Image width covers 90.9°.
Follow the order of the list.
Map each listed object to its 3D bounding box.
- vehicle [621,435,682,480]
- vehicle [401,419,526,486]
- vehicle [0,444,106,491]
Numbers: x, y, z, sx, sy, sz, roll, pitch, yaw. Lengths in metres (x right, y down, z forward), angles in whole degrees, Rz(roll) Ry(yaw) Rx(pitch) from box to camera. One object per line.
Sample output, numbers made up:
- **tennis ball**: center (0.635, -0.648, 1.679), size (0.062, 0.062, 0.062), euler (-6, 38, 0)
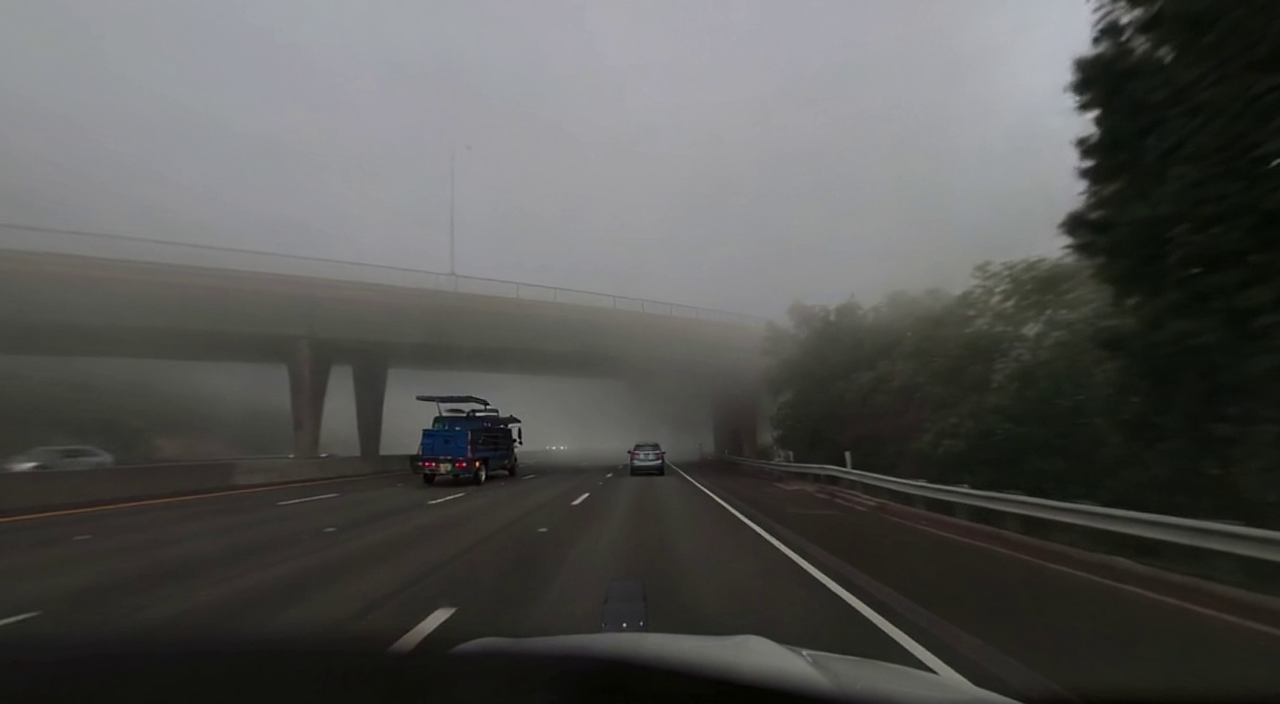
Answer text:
- **vehicle**: center (0.473, 4.375, 26.373), size (2.336, 1.722, 4.212), euler (0, -8, 0)
- **vehicle**: center (-6.589, 3.905, 24.835), size (2.827, 2.236, 7.057), euler (0, -8, 0)
- **vehicle**: center (-20.923, 3.854, 21.315), size (1.818, 1.433, 4.380), euler (0, -8, 1)
